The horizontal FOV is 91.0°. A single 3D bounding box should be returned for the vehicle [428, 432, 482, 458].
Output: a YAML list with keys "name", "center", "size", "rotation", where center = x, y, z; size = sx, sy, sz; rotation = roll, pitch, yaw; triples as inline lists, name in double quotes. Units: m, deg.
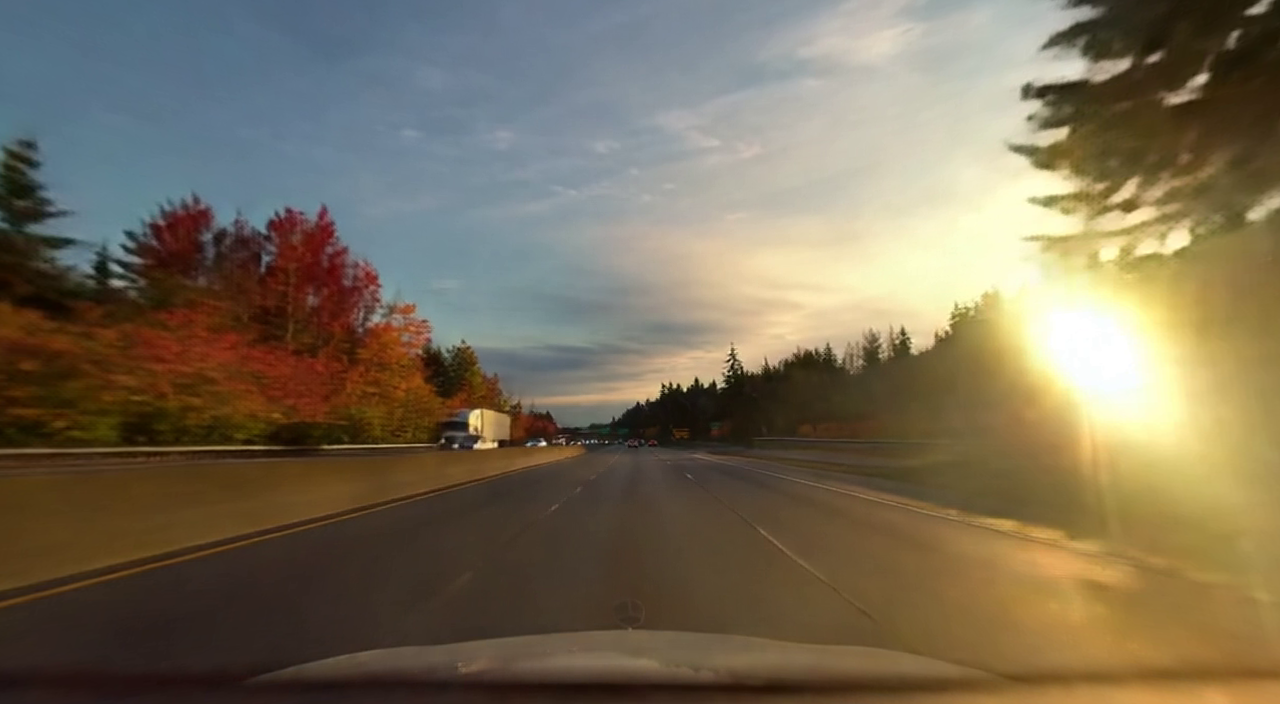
- name: "vehicle"
  center: [-11.697, 5.928, 40.113]
  size: [1.968, 1.569, 4.700]
  rotation: [0, -8, 0]
